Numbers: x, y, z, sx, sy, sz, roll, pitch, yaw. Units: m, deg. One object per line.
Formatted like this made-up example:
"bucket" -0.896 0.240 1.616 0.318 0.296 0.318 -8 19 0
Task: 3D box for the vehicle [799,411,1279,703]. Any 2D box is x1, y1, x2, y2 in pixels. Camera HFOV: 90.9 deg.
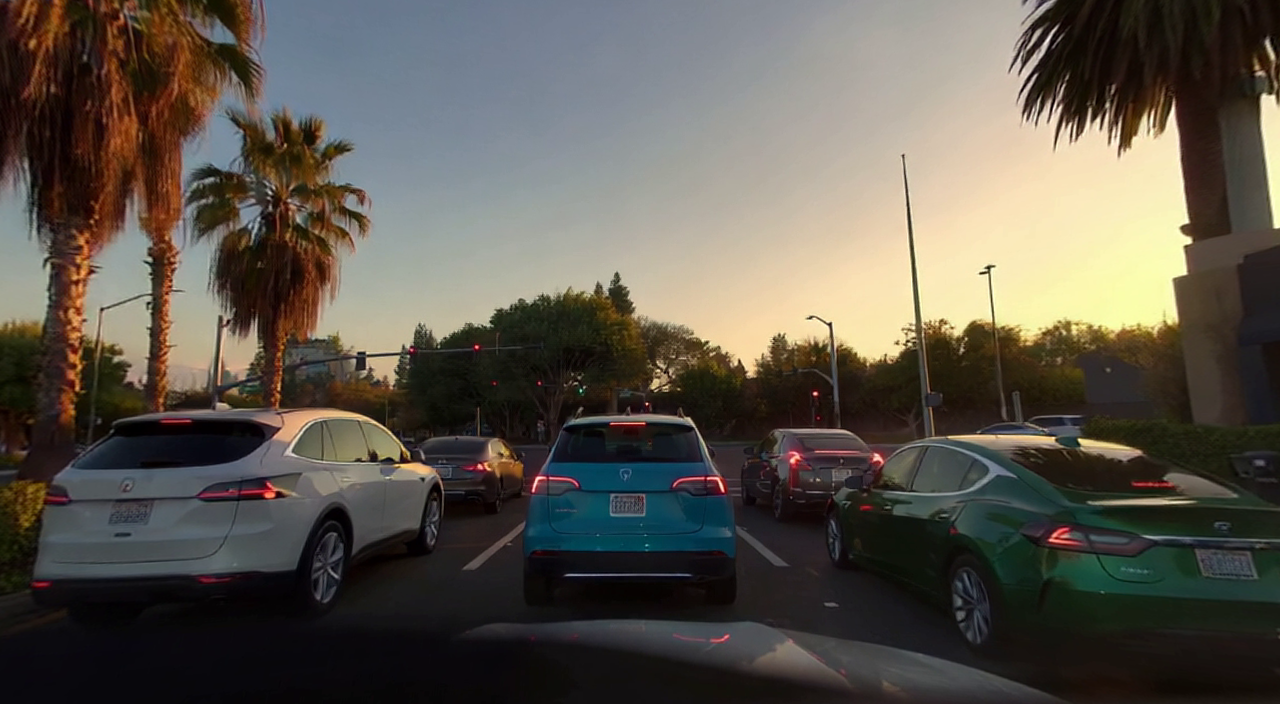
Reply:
"vehicle" 2.966 1.367 5.254 2.017 1.491 4.611 0 -8 -1

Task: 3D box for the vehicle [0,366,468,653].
"vehicle" -3.344 1.281 6.127 2.014 1.755 4.360 0 -8 1

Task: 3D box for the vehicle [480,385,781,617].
"vehicle" -0.131 1.455 7.063 2.280 1.747 4.361 0 -8 -2
